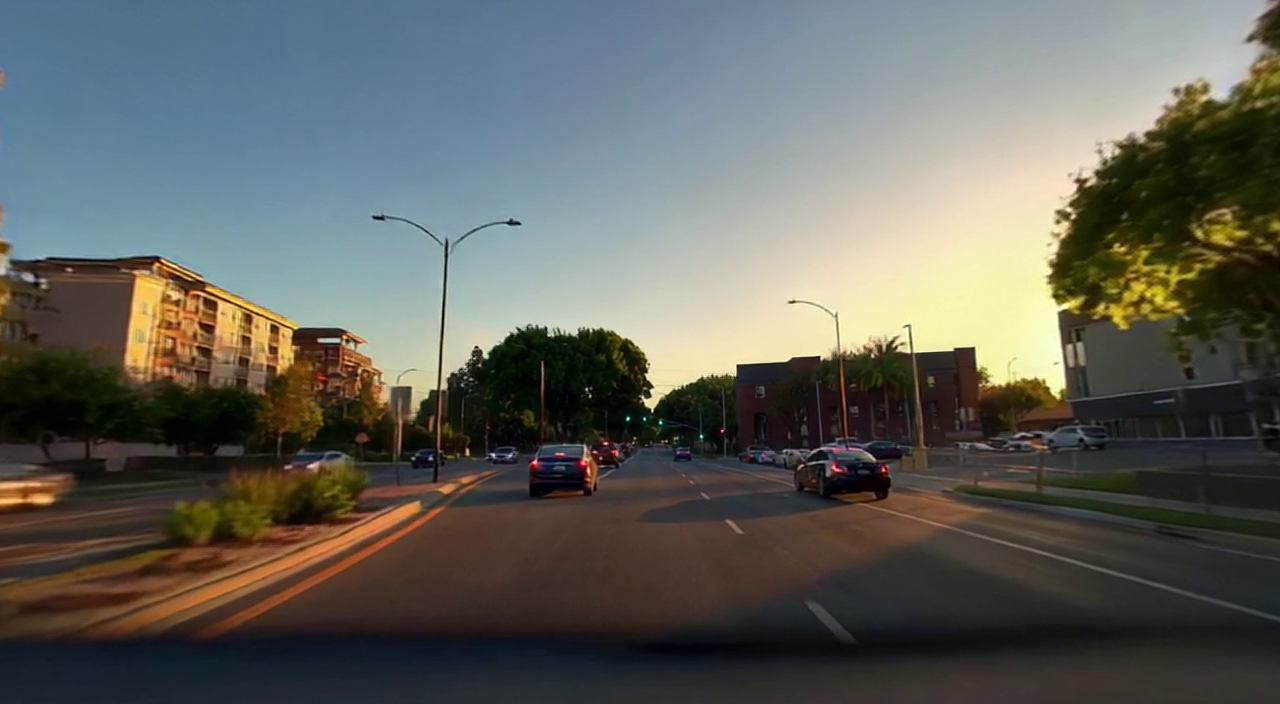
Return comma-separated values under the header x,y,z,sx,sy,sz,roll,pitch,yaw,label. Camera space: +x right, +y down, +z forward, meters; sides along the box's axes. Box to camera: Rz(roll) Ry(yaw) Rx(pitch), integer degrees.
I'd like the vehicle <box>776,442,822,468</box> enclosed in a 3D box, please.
x,y,z,sx,sy,sz,roll,pitch,yaw,label
10.826,7.009,43.311,1.975,1.677,4.400,0,-9,-1,vehicle

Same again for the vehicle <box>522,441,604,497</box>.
x,y,z,sx,sy,sz,roll,pitch,yaw,label
-2.188,3.440,18.987,2.144,1.447,4.421,0,-9,-4,vehicle

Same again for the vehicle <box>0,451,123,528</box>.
x,y,z,sx,sy,sz,roll,pitch,yaw,label
-13.539,2.820,13.099,1.882,1.475,4.522,0,-9,-1,vehicle

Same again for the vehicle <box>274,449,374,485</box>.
x,y,z,sx,sy,sz,roll,pitch,yaw,label
-14.269,5.179,28.896,2.149,1.468,4.707,0,-9,0,vehicle

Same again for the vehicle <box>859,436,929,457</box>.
x,y,z,sx,sy,sz,roll,pitch,yaw,label
18.929,7.083,47.233,4.416,1.519,1.988,-1,-9,3,vehicle

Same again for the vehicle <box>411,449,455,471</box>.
x,y,z,sx,sy,sz,roll,pitch,yaw,label
-14.245,7.448,43.645,1.808,1.444,3.609,0,-9,0,vehicle

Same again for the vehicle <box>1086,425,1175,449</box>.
x,y,z,sx,sy,sz,roll,pitch,yaw,label
34.381,5.979,44.348,4.531,1.596,1.929,-1,-9,2,vehicle

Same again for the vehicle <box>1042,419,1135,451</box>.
x,y,z,sx,sy,sz,roll,pitch,yaw,label
33.791,6.296,47.689,5.156,2.086,2.144,-3,-10,2,vehicle
